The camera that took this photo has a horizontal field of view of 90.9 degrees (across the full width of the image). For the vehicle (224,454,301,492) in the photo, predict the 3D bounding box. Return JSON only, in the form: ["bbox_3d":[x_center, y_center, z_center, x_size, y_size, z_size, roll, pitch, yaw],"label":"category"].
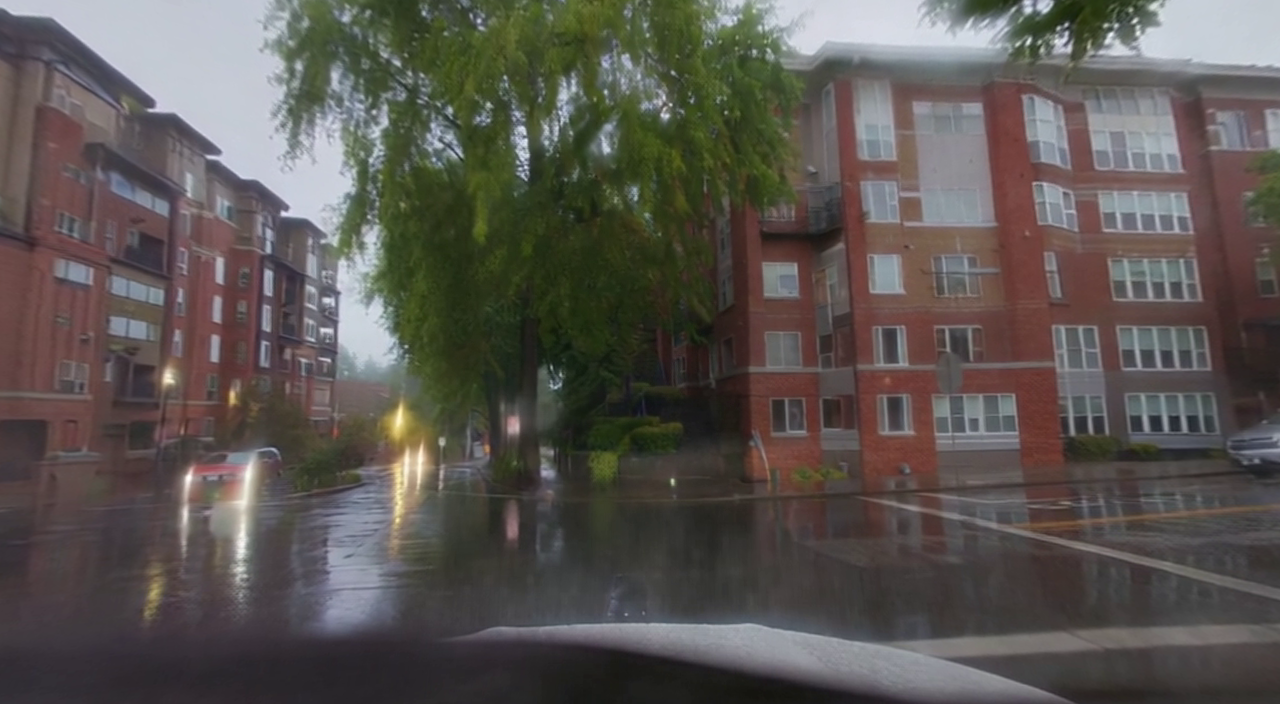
[{"bbox_3d":[-16.966,5.418,28.557,1.941,1.442,4.384,1,-8,-17],"label":"vehicle"}]

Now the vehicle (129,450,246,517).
[{"bbox_3d":[-12.263,3.492,17.392,2.027,1.475,4.522,2,-9,-29],"label":"vehicle"}]
